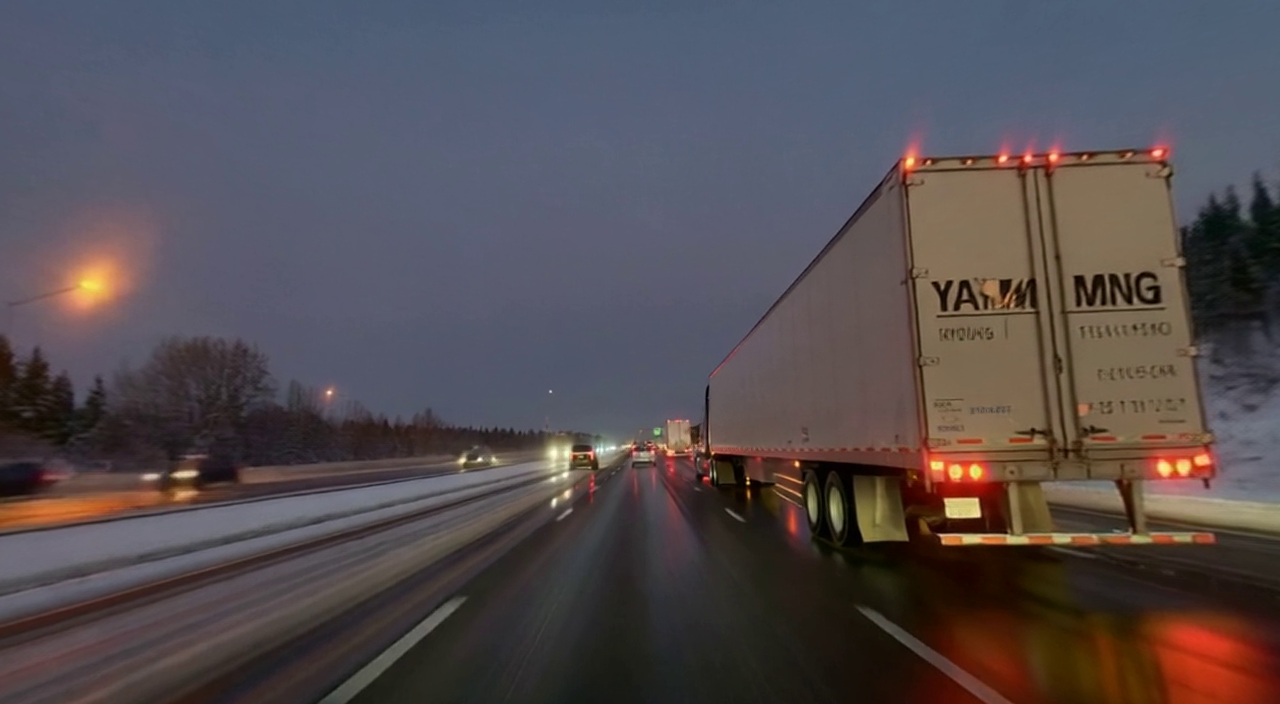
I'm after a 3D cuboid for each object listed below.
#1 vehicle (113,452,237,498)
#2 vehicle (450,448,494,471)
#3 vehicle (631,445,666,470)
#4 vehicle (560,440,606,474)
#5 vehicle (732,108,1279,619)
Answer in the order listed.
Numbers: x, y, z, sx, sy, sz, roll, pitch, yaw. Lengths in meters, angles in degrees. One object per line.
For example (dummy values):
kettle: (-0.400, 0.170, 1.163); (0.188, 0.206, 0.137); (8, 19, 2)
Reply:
vehicle: (-19.364, 5.108, 26.551); (1.897, 1.729, 4.321); (0, -9, 0)
vehicle: (-11.990, 7.701, 45.330); (1.839, 1.503, 4.410); (0, -9, 1)
vehicle: (0.516, 6.623, 39.678); (2.063, 1.469, 4.208); (0, -9, 0)
vehicle: (-3.077, 5.787, 34.926); (2.058, 1.711, 4.226); (0, -9, 1)
vehicle: (3.946, 0.910, 11.211); (2.821, 4.077, 12.562); (0, -9, 0)
